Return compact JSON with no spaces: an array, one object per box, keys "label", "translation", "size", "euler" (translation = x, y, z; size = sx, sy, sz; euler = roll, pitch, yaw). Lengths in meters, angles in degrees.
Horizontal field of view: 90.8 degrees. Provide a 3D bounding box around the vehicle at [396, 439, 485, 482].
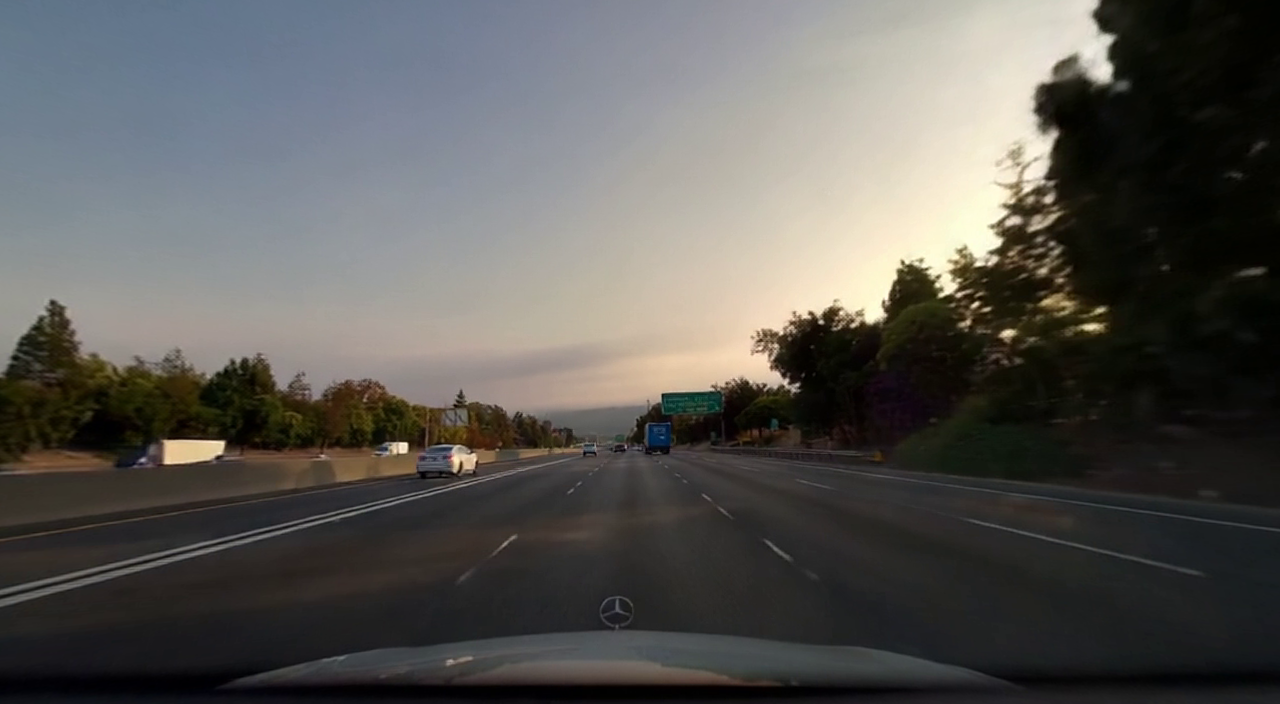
[{"label":"vehicle","translation":[-7.647,4.189,24.670],"size":[2.033,1.494,4.508],"euler":[0,-8,0]}]
